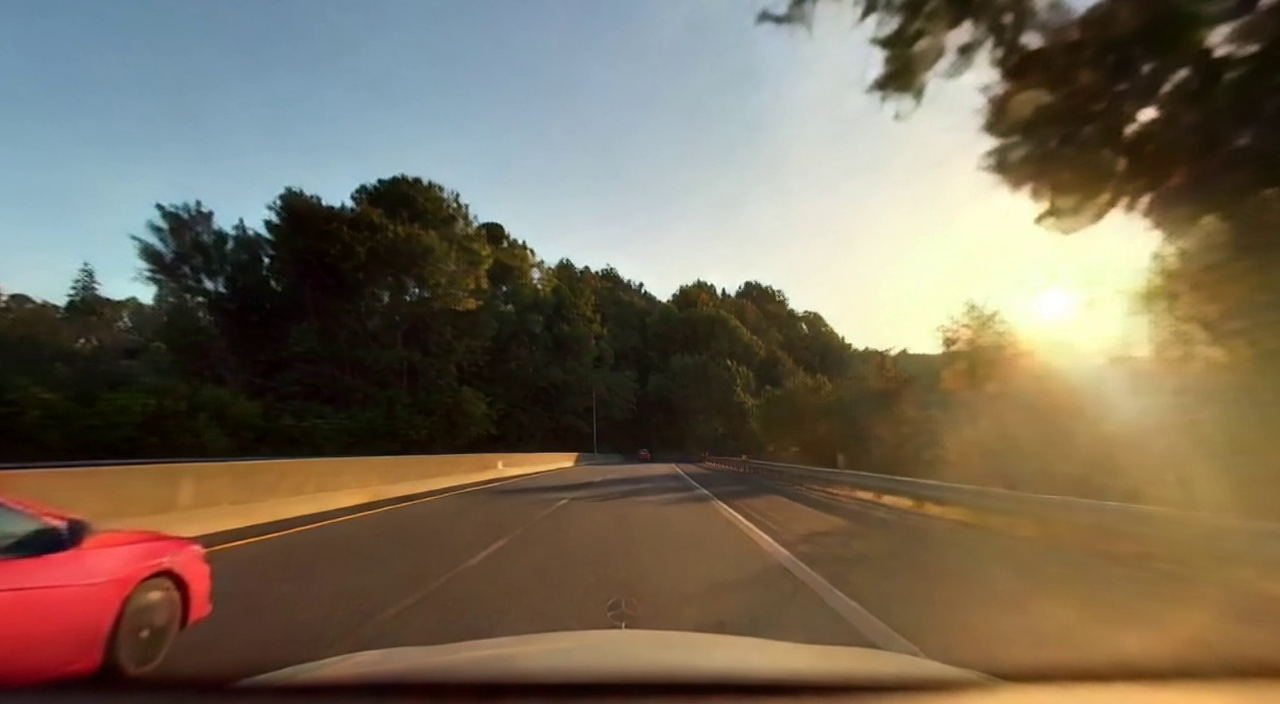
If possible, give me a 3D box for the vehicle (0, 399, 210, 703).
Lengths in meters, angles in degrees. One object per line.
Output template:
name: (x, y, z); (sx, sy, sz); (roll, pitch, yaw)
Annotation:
vehicle: (-3.466, 0.778, 1.477); (1.934, 1.486, 4.115); (0, -9, 1)
